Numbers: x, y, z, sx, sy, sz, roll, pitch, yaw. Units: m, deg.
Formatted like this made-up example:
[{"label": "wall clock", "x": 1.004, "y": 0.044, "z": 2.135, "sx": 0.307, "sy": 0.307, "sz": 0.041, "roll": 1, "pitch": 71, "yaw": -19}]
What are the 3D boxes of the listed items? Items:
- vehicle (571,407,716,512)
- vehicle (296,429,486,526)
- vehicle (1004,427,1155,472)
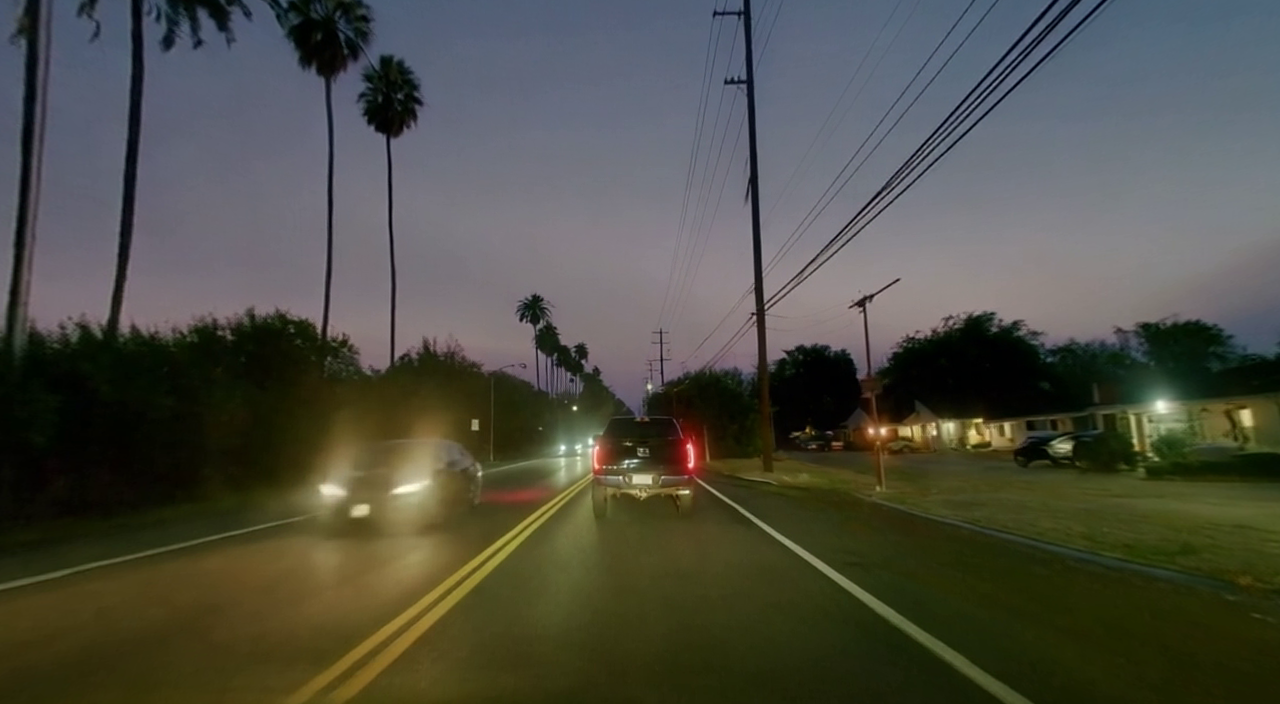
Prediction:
[{"label": "vehicle", "x": 0.020, "y": 2.557, "z": 15.459, "sx": 2.848, "sy": 2.047, "sz": 5.885, "roll": 0, "pitch": -8, "yaw": -1}, {"label": "vehicle", "x": -4.779, "y": 2.466, "z": 13.014, "sx": 2.159, "sy": 1.627, "sz": 4.505, "roll": 0, "pitch": -8, "yaw": -1}, {"label": "vehicle", "x": 20.326, "y": 4.564, "z": 29.720, "sx": 2.277, "sy": 1.836, "sz": 6.267, "roll": 0, "pitch": -9, "yaw": -4}]
